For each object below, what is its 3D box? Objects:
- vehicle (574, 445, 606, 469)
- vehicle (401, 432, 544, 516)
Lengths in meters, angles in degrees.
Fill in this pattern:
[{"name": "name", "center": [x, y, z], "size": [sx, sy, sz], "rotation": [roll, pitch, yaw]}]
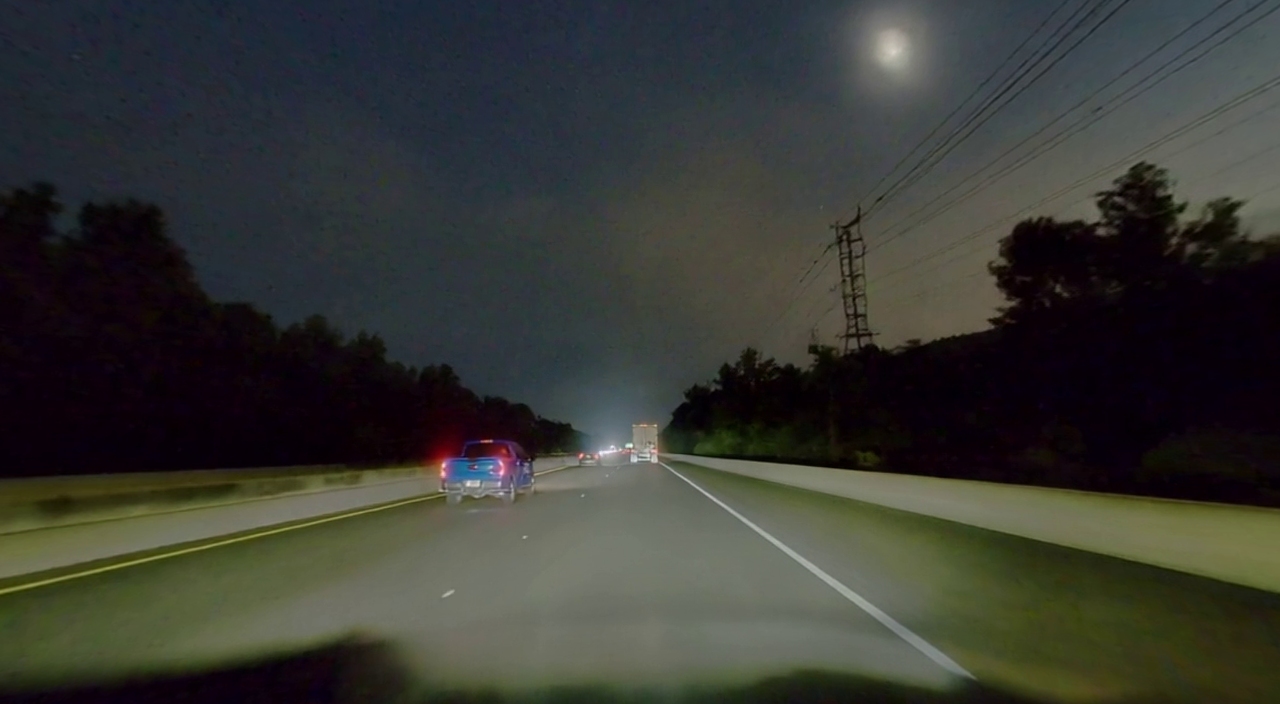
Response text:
[{"name": "vehicle", "center": [-3.842, 8.182, 49.246], "size": [2.111, 1.735, 4.066], "rotation": [0, -9, 1]}, {"name": "vehicle", "center": [-3.830, 2.879, 15.484], "size": [2.049, 1.697, 4.998], "rotation": [0, -9, 1]}]
